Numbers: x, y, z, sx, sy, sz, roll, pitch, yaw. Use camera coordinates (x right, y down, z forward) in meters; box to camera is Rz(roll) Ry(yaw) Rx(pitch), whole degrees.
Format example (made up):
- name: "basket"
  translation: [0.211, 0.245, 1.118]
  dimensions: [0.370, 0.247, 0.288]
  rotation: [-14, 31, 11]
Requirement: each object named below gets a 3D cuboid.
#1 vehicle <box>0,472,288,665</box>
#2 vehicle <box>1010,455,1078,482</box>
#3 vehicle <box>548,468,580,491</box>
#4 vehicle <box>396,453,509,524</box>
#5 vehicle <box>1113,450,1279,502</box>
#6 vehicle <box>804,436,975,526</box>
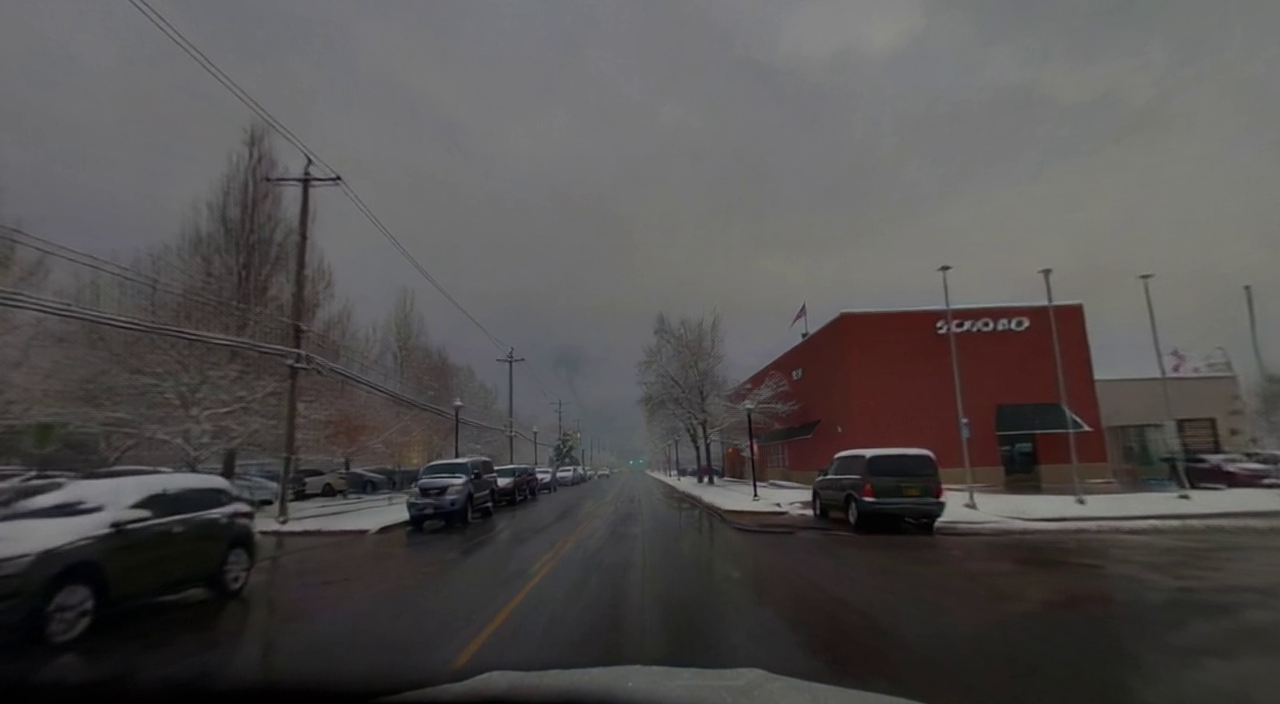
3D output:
- name: "vehicle"
  translation: [-6.010, 2.101, 6.973]
  dimensions: [1.800, 1.499, 4.106]
  rotation: [0, -11, 0]
- name: "vehicle"
  translation: [25.712, 7.397, 40.249]
  dimensions: [1.698, 1.489, 3.599]
  rotation: [-4, -9, -4]
- name: "vehicle"
  translation: [-5.723, 9.677, 47.909]
  dimensions: [1.832, 1.623, 4.424]
  rotation: [0, -11, 1]
- name: "vehicle"
  translation: [-5.938, 4.418, 20.796]
  dimensions: [2.196, 2.001, 5.548]
  rotation: [1, -11, -2]
- name: "vehicle"
  translation: [18.015, 4.045, 20.526]
  dimensions: [1.794, 1.486, 3.983]
  rotation: [0, -11, -6]
- name: "vehicle"
  translation: [5.688, 3.062, 15.193]
  dimensions: [2.054, 1.779, 4.650]
  rotation: [1, -11, -2]
